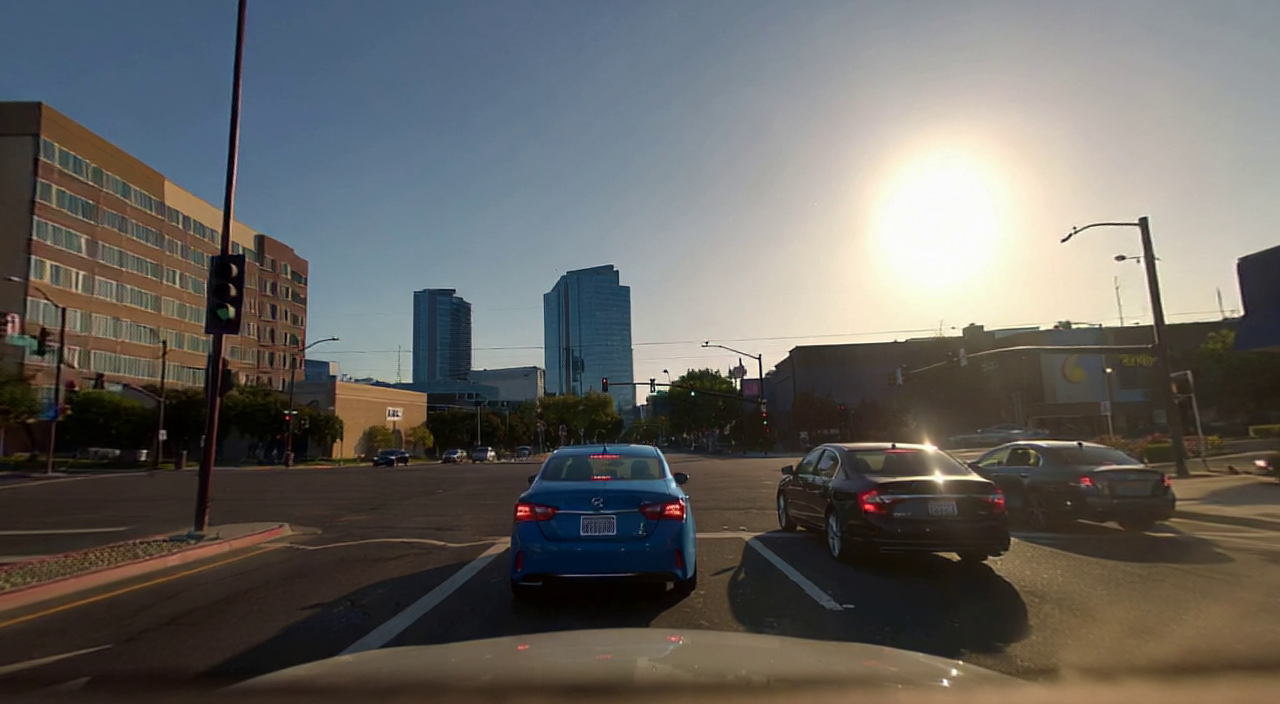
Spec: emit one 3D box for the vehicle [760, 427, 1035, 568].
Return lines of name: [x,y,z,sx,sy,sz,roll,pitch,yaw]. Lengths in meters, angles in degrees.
vehicle: [3.212,1.890,8.973,2.042,1.508,4.109,0,-8,-2]

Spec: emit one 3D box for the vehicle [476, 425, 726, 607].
vehicle: [-0.371,1.655,7.290,2.059,1.477,3.988,0,-8,-1]

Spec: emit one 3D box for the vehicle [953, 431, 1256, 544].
vehicle: [7.440,2.167,10.791,1.908,1.517,4.182,0,-8,-1]

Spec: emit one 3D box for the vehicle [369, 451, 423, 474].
vehicle: [-16.994,7.702,44.141,2.048,1.463,4.530,0,-8,-1]

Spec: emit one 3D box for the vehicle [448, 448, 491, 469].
vehicle: [-13.082,8.199,48.729,2.049,1.483,4.407,0,-8,1]
